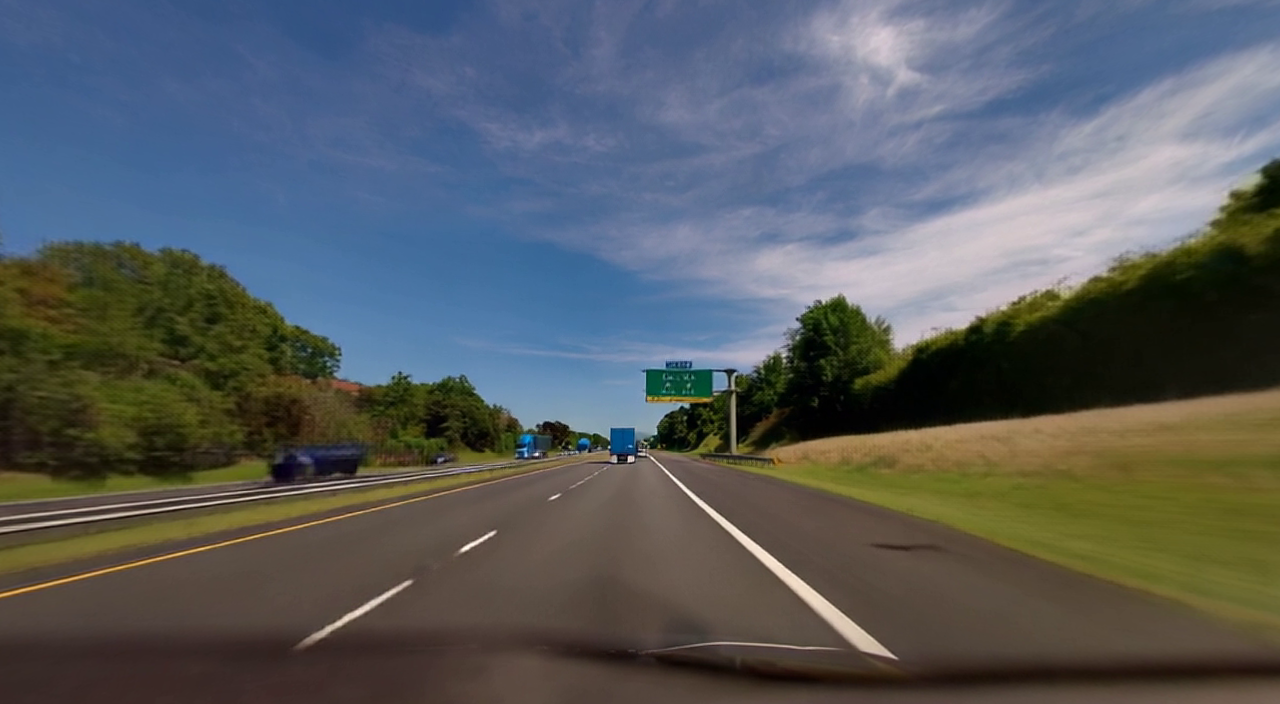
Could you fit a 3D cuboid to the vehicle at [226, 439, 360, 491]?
[{"bbox_3d":[-12.166,3.988,22.581,2.111,1.612,4.711,0,-9,0],"label":"vehicle"}]
